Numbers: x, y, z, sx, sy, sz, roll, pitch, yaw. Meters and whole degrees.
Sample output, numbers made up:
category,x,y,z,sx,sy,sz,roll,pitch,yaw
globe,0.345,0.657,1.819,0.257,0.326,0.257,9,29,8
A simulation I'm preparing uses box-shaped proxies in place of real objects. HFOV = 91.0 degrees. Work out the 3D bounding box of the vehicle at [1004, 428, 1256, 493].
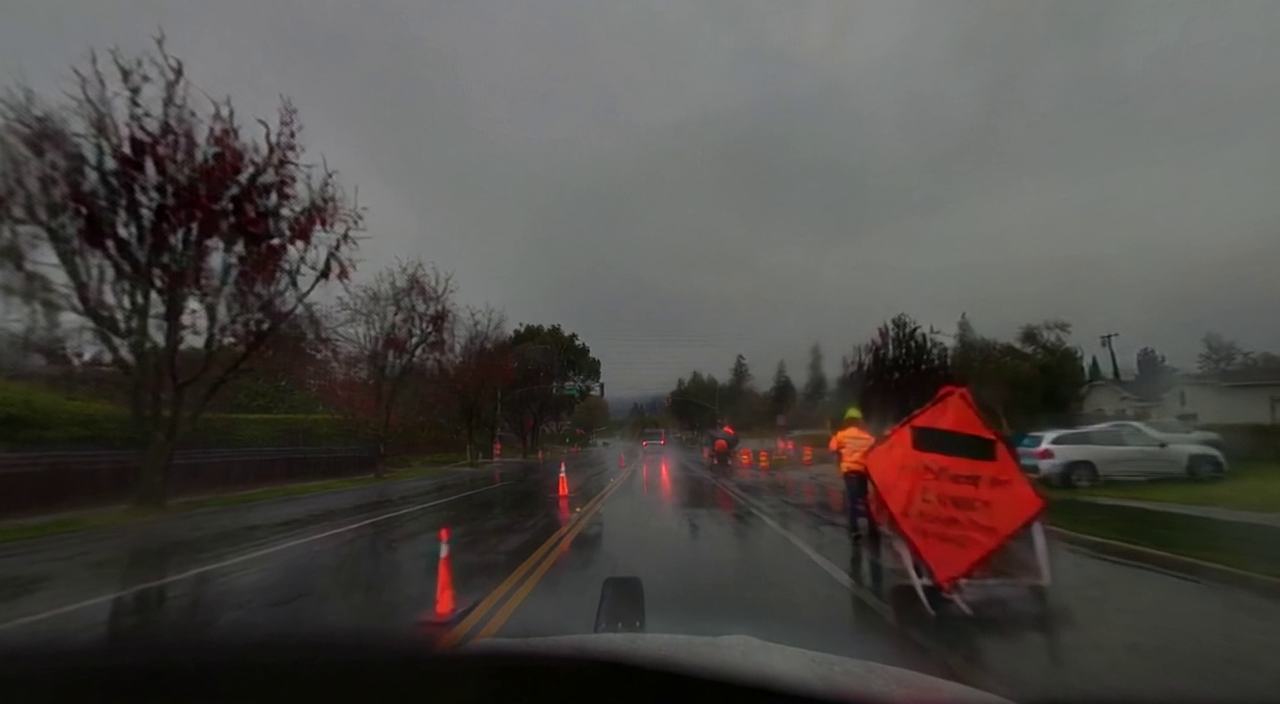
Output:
category,x,y,z,sx,sy,sz,roll,pitch,yaw
vehicle,11.706,2.611,15.340,4.463,1.466,1.813,-1,-8,5

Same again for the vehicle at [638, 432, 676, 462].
category,x,y,z,sx,sy,sz,roll,pitch,yaw
vehicle,1.011,5.819,38.599,2.151,1.708,4.084,0,-8,1

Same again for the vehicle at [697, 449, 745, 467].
category,x,y,z,sx,sy,sz,roll,pitch,yaw
vehicle,4.169,5.535,32.925,2.123,0.883,3.024,0,-8,1
